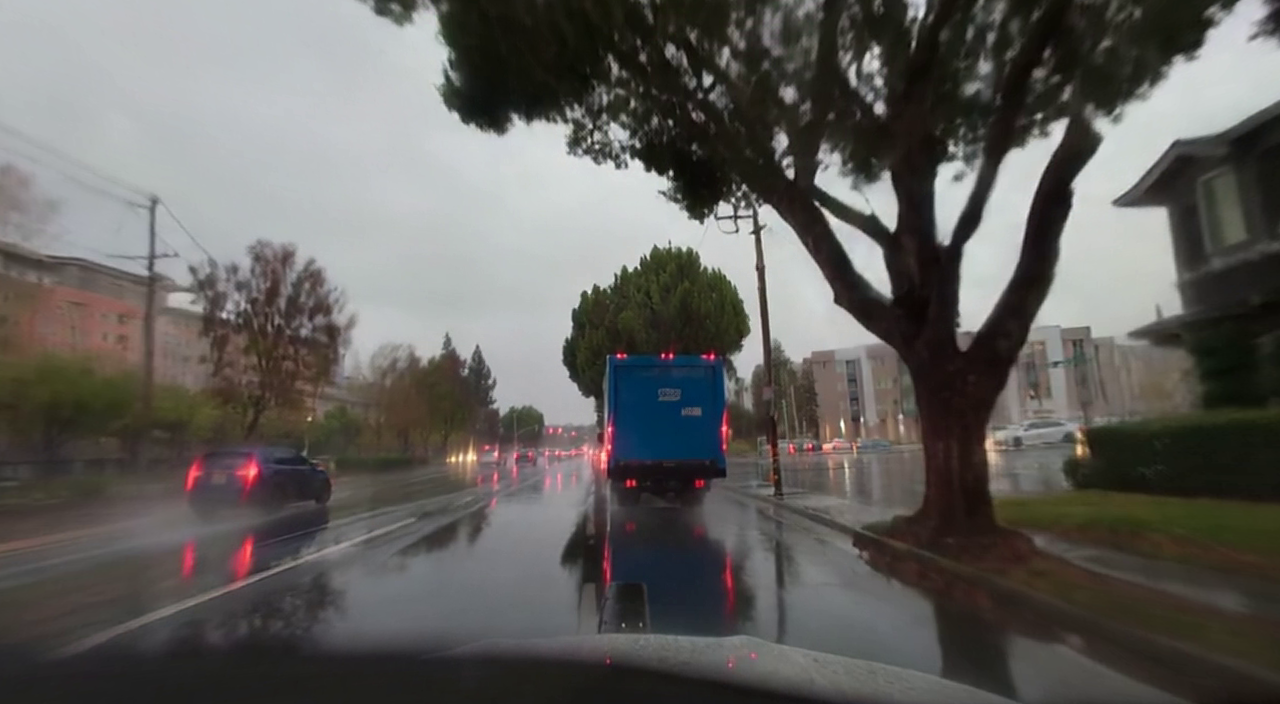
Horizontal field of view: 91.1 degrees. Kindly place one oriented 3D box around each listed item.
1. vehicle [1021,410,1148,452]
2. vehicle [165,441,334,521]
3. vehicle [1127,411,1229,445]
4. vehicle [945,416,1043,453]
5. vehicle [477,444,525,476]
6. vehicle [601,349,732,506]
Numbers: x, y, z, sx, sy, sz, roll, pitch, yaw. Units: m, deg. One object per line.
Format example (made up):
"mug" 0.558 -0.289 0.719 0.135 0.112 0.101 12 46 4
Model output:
"vehicle" 23.693 4.335 33.862 2.220 1.981 5.827 3 -9 -6
"vehicle" -9.348 3.058 15.538 1.958 1.672 4.283 1 -9 -9
"vehicle" 28.970 4.151 33.977 1.827 1.498 3.785 -5 -8 -6
"vehicle" 18.410 4.367 32.907 1.880 1.804 4.679 1 -9 -8
"vehicle" -8.327 6.494 38.068 2.095 1.759 4.433 0 -9 -3
"vehicle" 0.361 2.393 19.118 2.905 3.644 8.807 1 -9 -4
